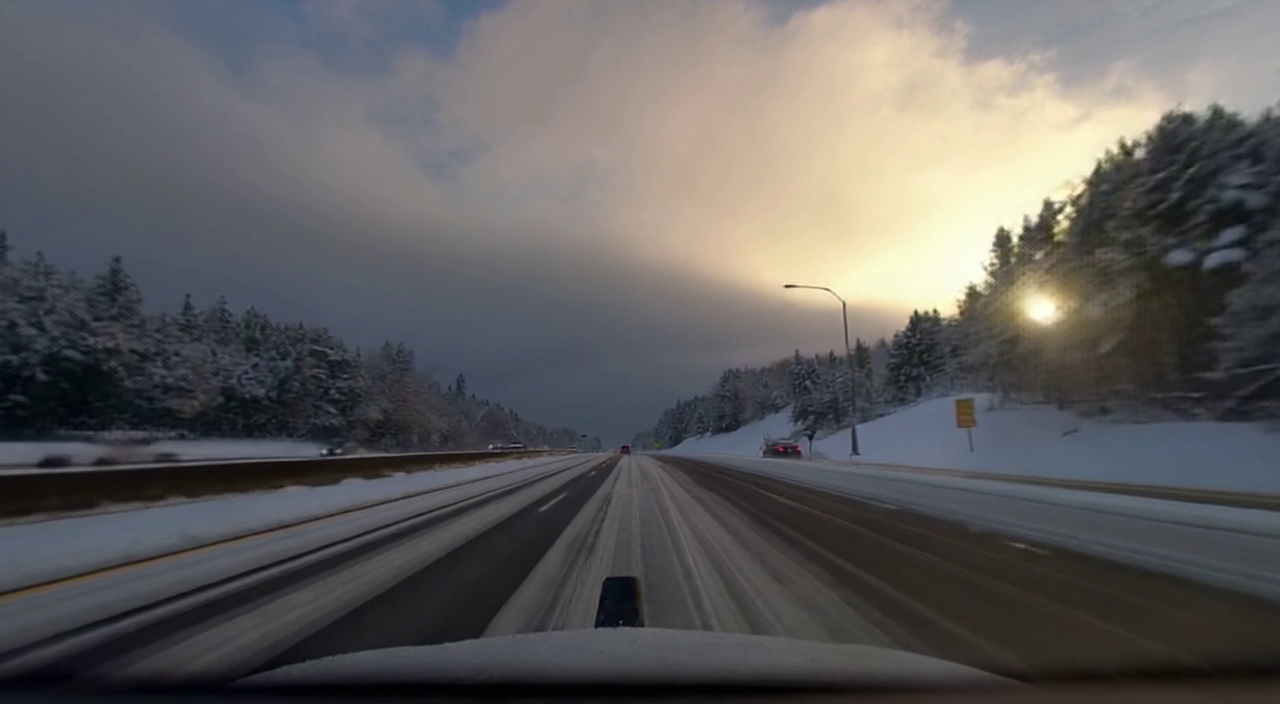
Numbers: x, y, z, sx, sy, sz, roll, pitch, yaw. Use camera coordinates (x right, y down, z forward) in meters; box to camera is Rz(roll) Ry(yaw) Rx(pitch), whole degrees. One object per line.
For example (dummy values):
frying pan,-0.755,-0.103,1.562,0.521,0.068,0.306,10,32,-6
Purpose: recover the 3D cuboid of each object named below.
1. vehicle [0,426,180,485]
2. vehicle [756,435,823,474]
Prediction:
vehicle,-17.443,3.267,20.141,2.118,1.625,4.530,0,-9,0
vehicle,6.954,4.825,29.823,2.081,1.705,3.926,0,-9,-1
